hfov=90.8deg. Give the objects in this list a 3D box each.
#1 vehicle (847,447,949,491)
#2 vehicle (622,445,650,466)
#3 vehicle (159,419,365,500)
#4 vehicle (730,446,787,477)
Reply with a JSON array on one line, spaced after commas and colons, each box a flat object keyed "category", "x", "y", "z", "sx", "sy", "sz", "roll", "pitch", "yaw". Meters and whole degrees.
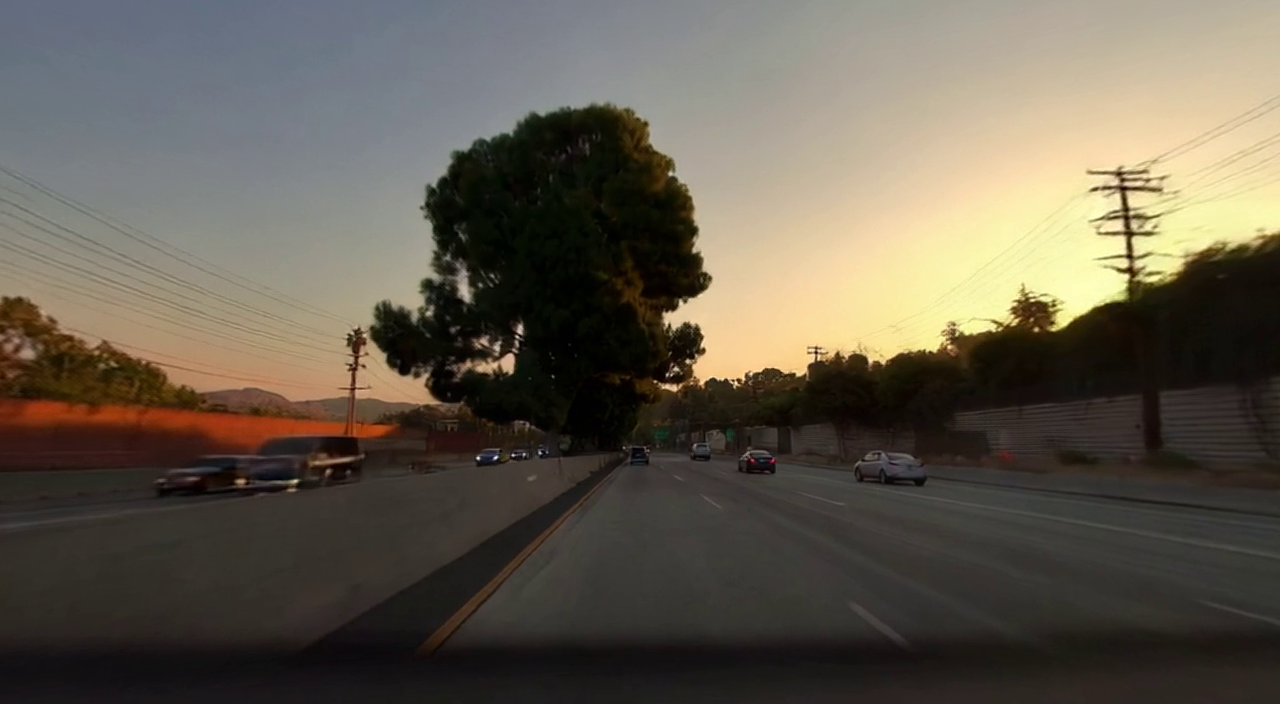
[{"category": "vehicle", "x": 9.746, "y": 4.420, "z": 24.334, "sx": 1.969, "sy": 1.506, "sz": 4.422, "roll": 0, "pitch": -9, "yaw": -1}, {"category": "vehicle", "x": -0.316, "y": 7.811, "z": 47.716, "sx": 1.993, "sy": 1.506, "sz": 3.883, "roll": 0, "pitch": -9, "yaw": -1}, {"category": "vehicle", "x": -9.901, "y": 2.885, "z": 17.244, "sx": 2.483, "sy": 1.868, "sz": 4.989, "roll": 0, "pitch": -9, "yaw": 0}, {"category": "vehicle", "x": 6.285, "y": 5.859, "z": 34.053, "sx": 2.069, "sy": 1.520, "sz": 4.614, "roll": 0, "pitch": -9, "yaw": -1}]
